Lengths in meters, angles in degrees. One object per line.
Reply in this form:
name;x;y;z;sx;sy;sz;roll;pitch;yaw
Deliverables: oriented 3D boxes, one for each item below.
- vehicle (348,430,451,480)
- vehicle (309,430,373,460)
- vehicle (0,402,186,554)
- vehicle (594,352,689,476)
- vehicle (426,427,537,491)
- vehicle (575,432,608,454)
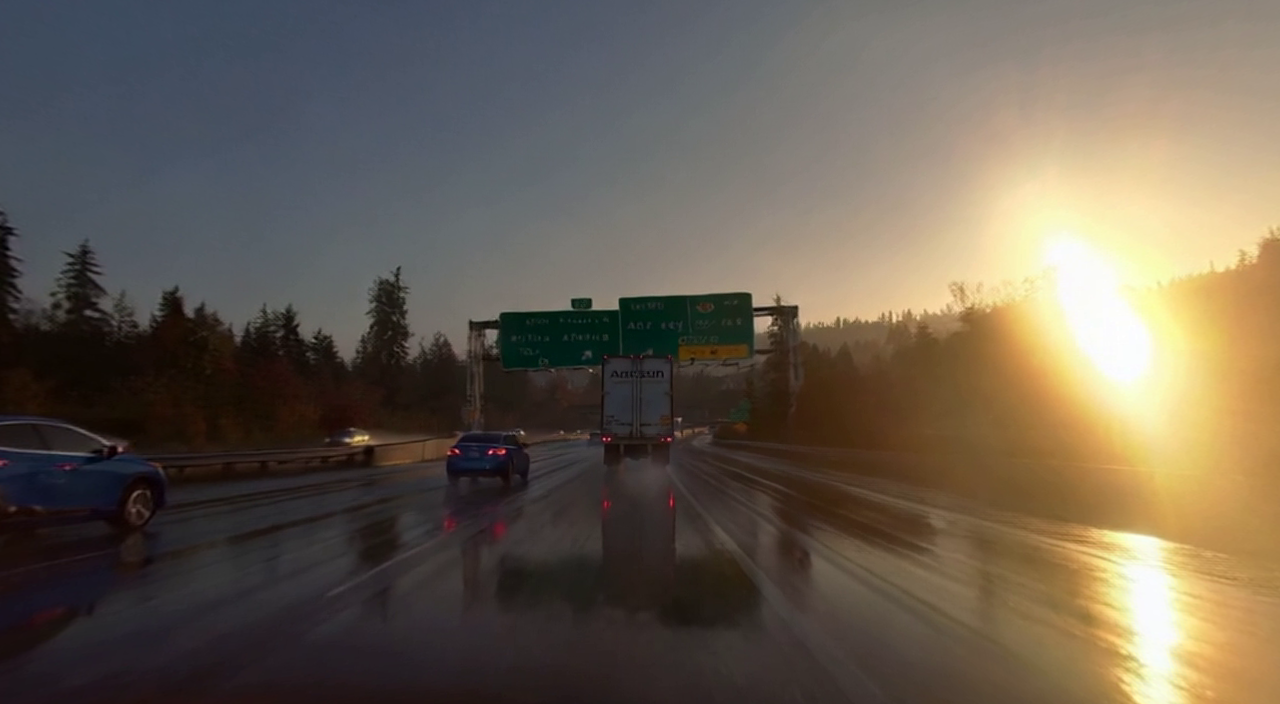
vehicle;-8.014;3.446;21.377;1.943;1.500;4.011;0;-8;-1
vehicle;-19.868;6.185;41.991;1.971;1.812;4.441;0;-8;1
vehicle;-8.047;1.485;7.637;1.990;1.654;4.129;0;-8;-1
vehicle;-0.083;2.756;26.327;3.118;4.106;10.719;0;-8;-1
vehicle;-4.073;2.798;16.846;1.933;1.492;3.838;0;-8;0
vehicle;-3.751;7.132;49.551;2.104;1.653;4.302;-1;-8;3
